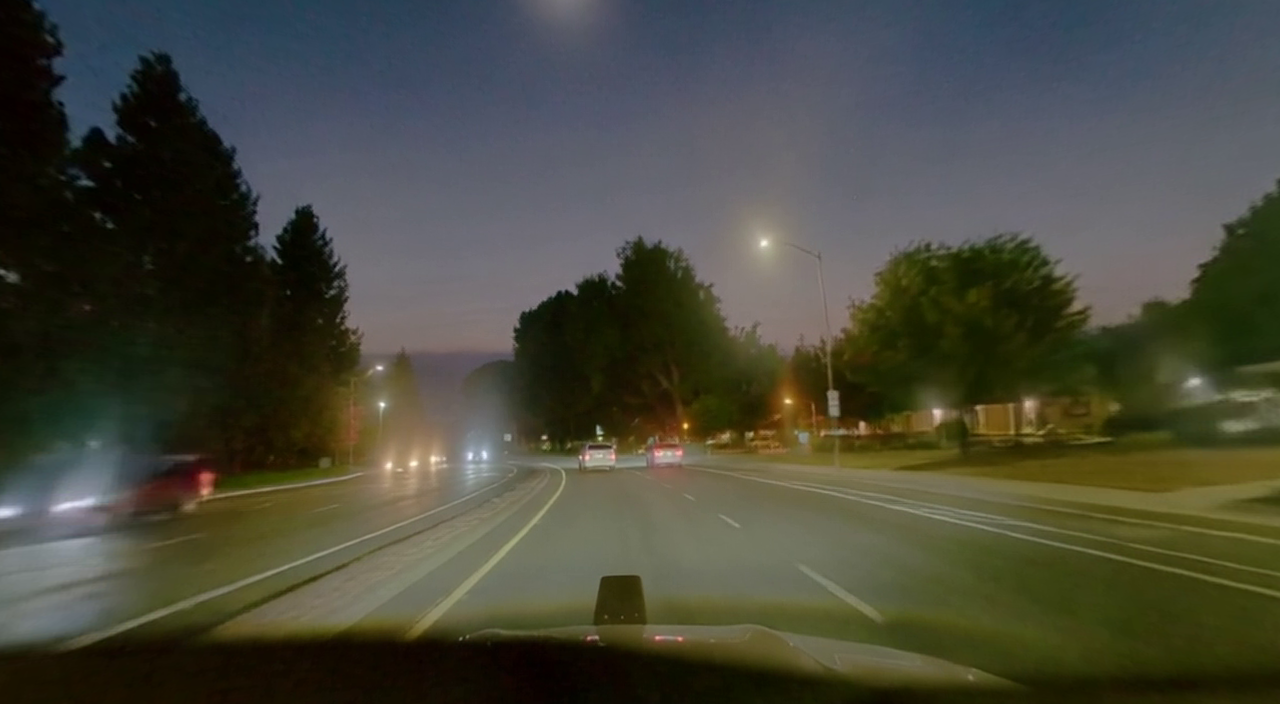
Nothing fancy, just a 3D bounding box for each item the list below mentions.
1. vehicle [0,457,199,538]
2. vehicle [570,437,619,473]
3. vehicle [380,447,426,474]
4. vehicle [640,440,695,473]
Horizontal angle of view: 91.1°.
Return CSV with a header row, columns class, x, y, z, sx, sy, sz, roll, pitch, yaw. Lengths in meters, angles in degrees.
class,x,y,z,sx,sy,sz,roll,pitch,yaw
vehicle,-13.022,3.295,14.850,1.924,1.481,4.727,0,-9,-3
vehicle,-2.496,5.435,33.307,2.165,1.783,4.391,1,-9,-10
vehicle,-17.232,7.856,45.837,2.162,1.848,5.214,1,-9,-10
vehicle,1.302,5.319,32.197,1.915,1.495,4.880,1,-9,-8
